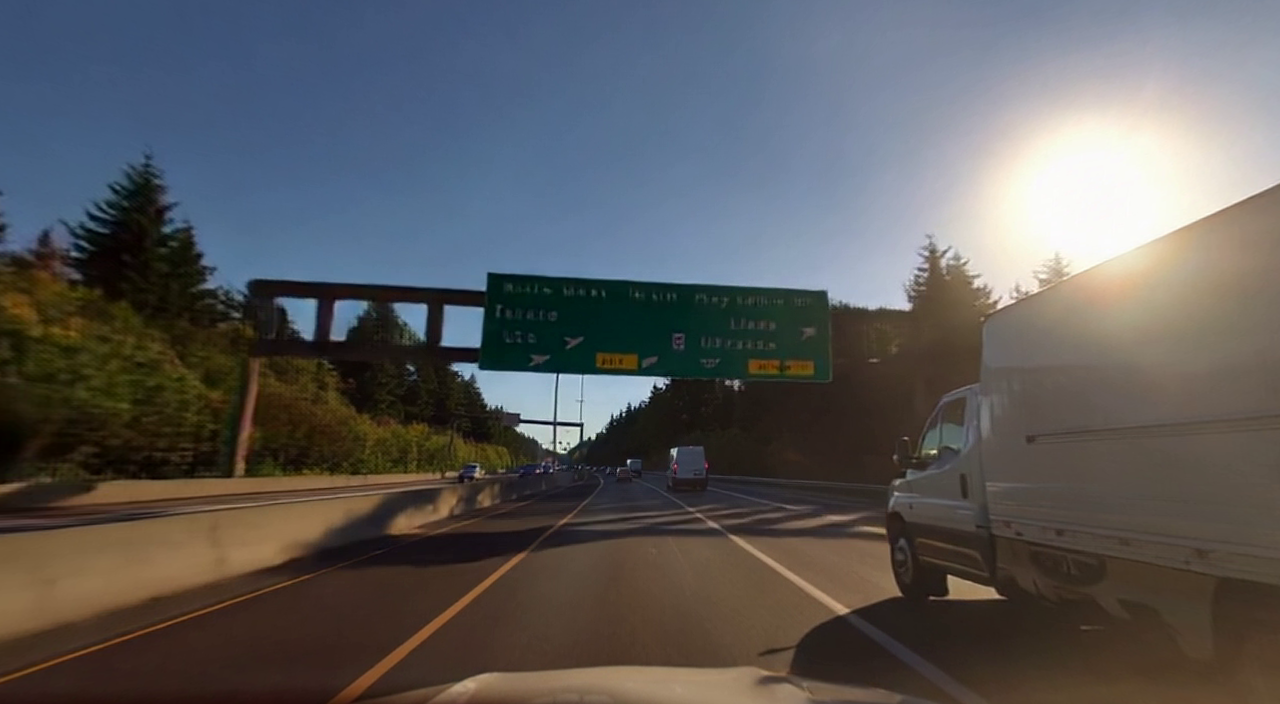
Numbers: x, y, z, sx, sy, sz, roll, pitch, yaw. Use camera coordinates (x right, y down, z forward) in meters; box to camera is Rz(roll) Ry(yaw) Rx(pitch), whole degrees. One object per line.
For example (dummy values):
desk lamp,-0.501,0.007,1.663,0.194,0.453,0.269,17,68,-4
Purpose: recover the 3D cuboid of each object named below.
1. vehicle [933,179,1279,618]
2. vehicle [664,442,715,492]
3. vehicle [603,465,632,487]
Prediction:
vehicle,7.524,0.355,5.451,2.866,4.102,14.351,1,-10,-1
vehicle,2.790,6.675,36.478,2.291,2.639,5.280,1,-10,-3
vehicle,-1.771,9.607,48.845,2.106,1.524,4.381,1,-10,-2
